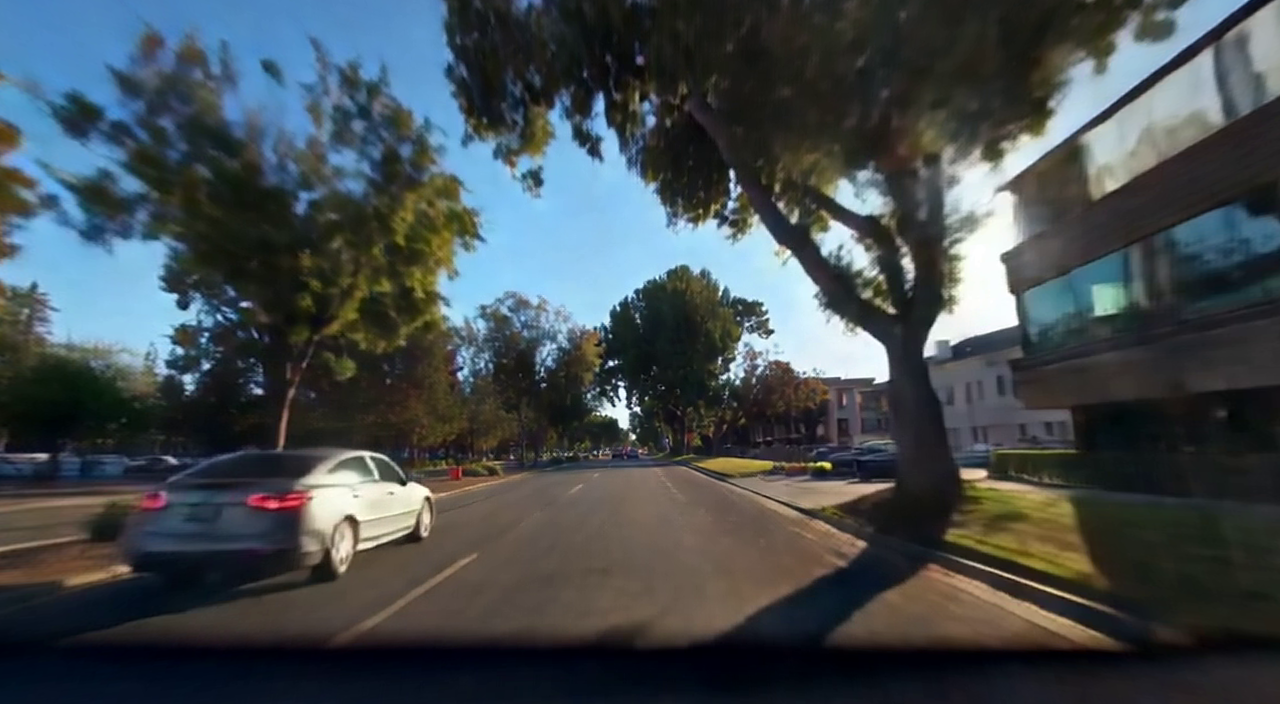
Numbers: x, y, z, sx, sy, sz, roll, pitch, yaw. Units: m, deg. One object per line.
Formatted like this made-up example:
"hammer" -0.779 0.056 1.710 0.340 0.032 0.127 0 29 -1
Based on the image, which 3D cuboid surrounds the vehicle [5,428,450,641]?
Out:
"vehicle" -3.655 1.646 6.699 2.030 1.550 3.925 0 -9 0
